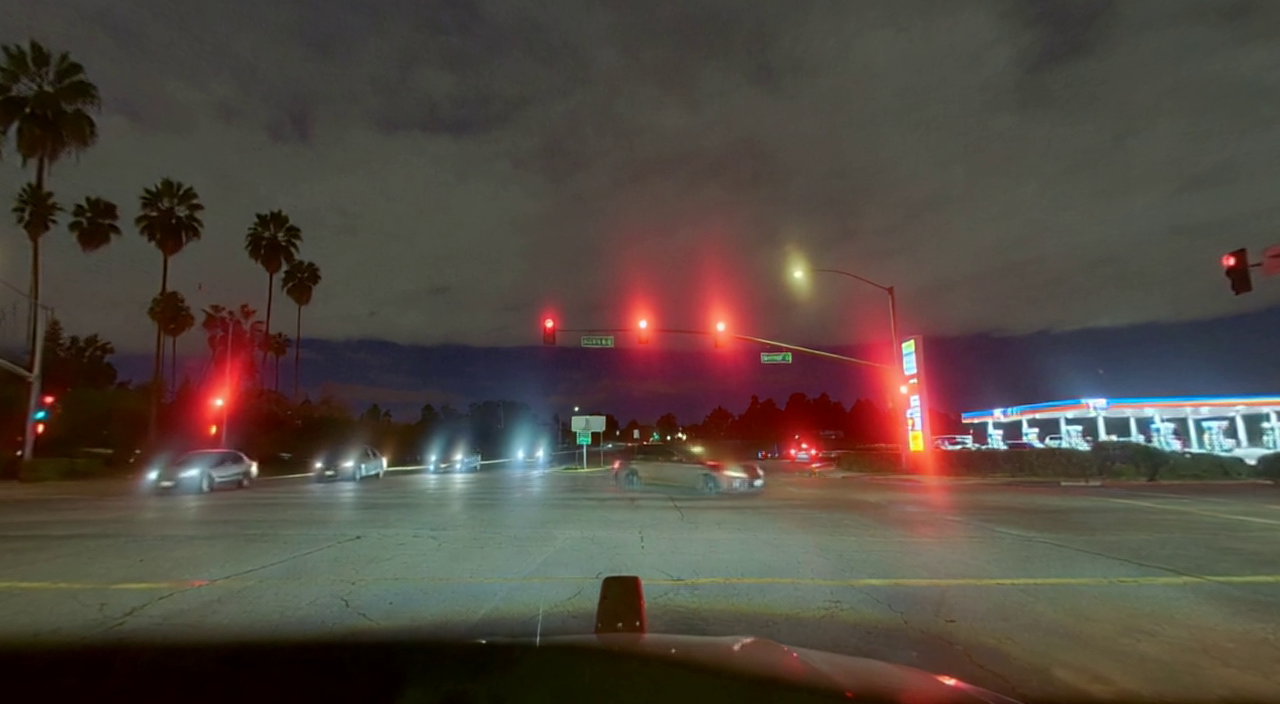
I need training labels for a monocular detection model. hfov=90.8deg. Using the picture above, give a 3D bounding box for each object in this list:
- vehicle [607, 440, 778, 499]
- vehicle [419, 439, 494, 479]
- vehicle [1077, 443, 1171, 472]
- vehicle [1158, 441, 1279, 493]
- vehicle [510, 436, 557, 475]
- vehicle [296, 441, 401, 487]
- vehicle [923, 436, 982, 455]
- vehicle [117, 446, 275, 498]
[{"bbox_3d":[1.384,3.280,18.065,4.579,1.464,1.983,-8,-12,41],"label":"vehicle"},{"bbox_3d":[-8.498,4.980,29.696,2.124,1.701,4.551,0,-9,0],"label":"vehicle"},{"bbox_3d":[24.268,5.295,31.735,3.474,1.376,1.538,0,-9,-2],"label":"vehicle"},{"bbox_3d":[18.719,3.401,18.816,5.015,1.446,1.862,0,-9,-3],"label":"vehicle"},{"bbox_3d":[-5.124,5.054,31.036,1.929,1.719,4.892,1,-9,-6],"label":"vehicle"},{"bbox_3d":[-11.861,4.560,26.137,1.973,1.712,4.872,0,-9,0],"label":"vehicle"},{"bbox_3d":[22.549,6.760,45.657,3.356,1.395,1.559,0,-9,-1],"label":"vehicle"},{"bbox_3d":[-15.168,4.096,21.991,2.099,1.590,4.625,0,-9,0],"label":"vehicle"}]
